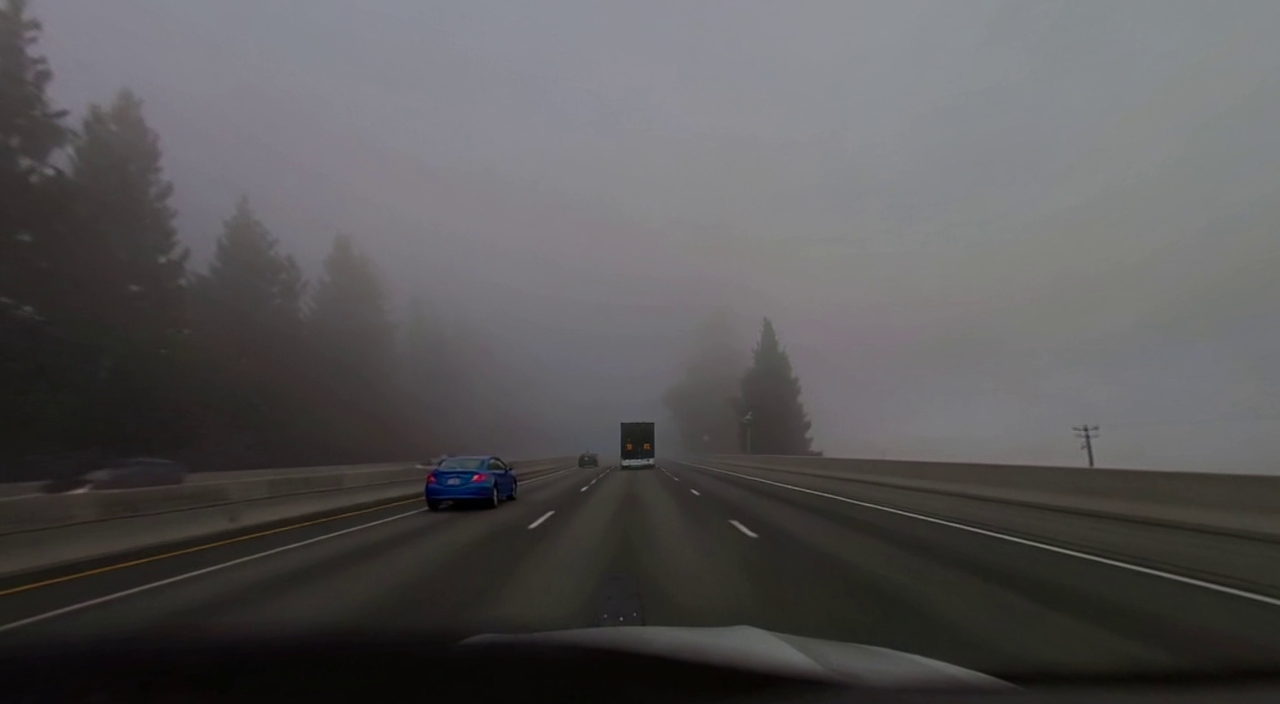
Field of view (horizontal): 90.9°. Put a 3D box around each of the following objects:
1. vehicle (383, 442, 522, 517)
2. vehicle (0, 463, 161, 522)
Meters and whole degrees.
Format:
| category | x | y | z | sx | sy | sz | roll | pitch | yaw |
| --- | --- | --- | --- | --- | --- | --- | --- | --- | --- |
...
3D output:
| category | x | y | z | sx | sy | sz | roll | pitch | yaw |
| --- | --- | --- | --- | --- | --- | --- | --- | --- | --- |
| vehicle | -4.232 | 2.933 | 15.078 | 1.916 | 1.506 | 4.476 | 0 | -9 | 1 |
| vehicle | -18.114 | 4.433 | 20.374 | 1.980 | 1.580 | 3.988 | 0 | -9 | 1 |
